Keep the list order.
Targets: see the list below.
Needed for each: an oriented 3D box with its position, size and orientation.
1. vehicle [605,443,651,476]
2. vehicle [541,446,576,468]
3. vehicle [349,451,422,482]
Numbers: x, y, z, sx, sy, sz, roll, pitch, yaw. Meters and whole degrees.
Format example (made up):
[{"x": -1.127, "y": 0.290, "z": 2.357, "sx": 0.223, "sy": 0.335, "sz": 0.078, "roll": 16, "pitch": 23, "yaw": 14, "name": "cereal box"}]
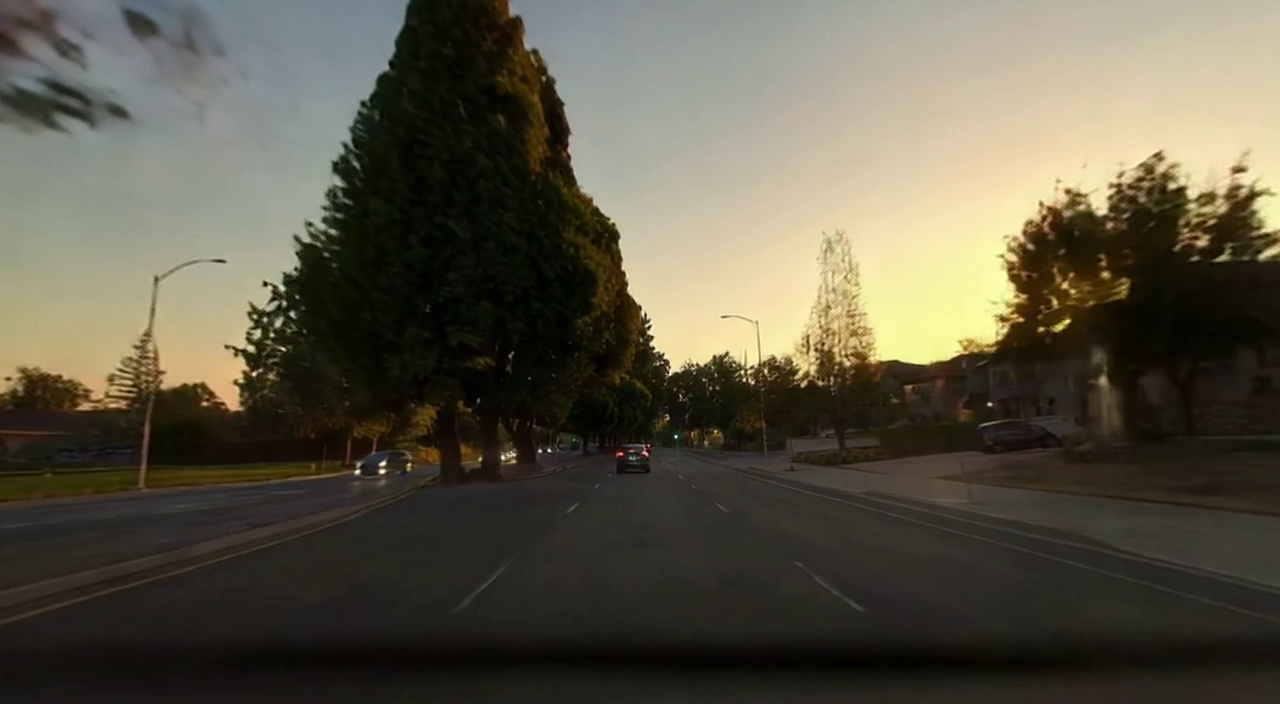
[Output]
[{"x": -0.520, "y": 5.409, "z": 31.920, "sx": 2.106, "sy": 1.517, "sz": 4.375, "roll": 0, "pitch": -9, "yaw": 2, "name": "vehicle"}, {"x": -5.831, "y": 7.536, "z": 45.339, "sx": 2.014, "sy": 1.472, "sz": 4.357, "roll": 0, "pitch": -9, "yaw": -1, "name": "vehicle"}, {"x": -13.683, "y": 6.153, "z": 34.172, "sx": 1.949, "sy": 1.517, "sz": 4.459, "roll": 0, "pitch": -9, "yaw": 2, "name": "vehicle"}]
